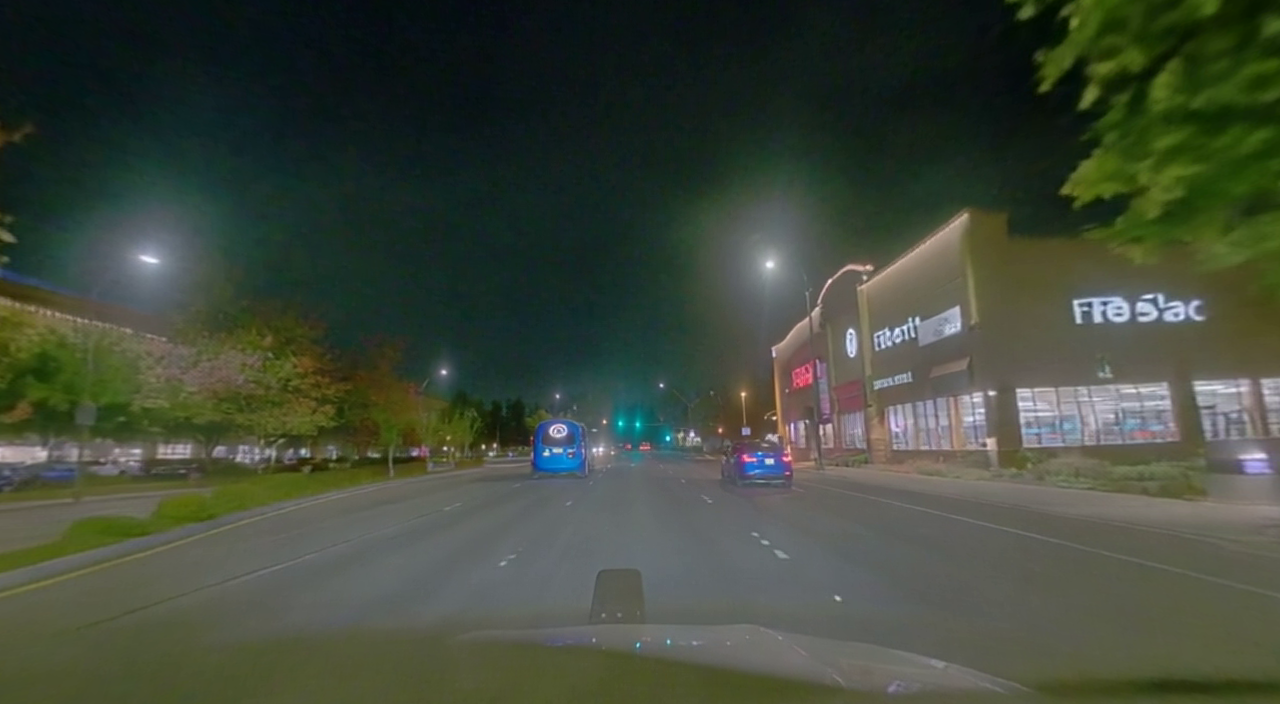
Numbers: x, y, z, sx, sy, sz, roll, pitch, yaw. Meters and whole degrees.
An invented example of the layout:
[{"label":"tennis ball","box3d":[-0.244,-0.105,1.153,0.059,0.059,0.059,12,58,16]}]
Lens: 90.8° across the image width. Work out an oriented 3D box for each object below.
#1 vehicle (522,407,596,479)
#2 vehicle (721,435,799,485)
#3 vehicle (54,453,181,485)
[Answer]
[{"label":"vehicle","box3d":[-3.354,3.973,27.610,2.443,2.784,5.862,0,-9,0]},{"label":"vehicle","box3d":[4.207,3.871,22.909,1.869,1.646,4.166,0,-9,-2]},{"label":"vehicle","box3d":[-31.915,7.149,38.881,5.692,1.725,2.144,5,-10,-33]}]
